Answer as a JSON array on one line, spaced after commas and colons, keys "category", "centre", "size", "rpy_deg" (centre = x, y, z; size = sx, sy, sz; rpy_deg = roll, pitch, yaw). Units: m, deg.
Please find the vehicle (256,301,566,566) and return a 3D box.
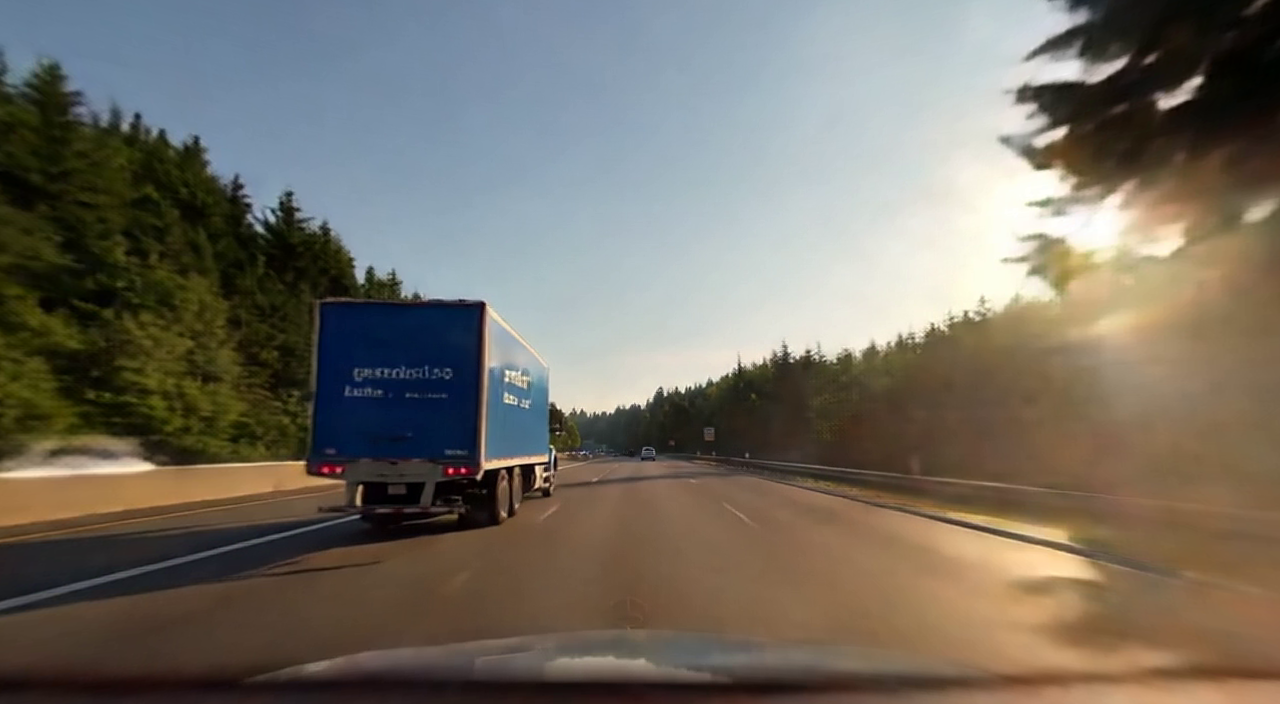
[{"category": "vehicle", "centre": [-3.107, 1.454, 10.988], "size": [2.695, 3.151, 6.885], "rpy_deg": [0, -9, 1]}]
